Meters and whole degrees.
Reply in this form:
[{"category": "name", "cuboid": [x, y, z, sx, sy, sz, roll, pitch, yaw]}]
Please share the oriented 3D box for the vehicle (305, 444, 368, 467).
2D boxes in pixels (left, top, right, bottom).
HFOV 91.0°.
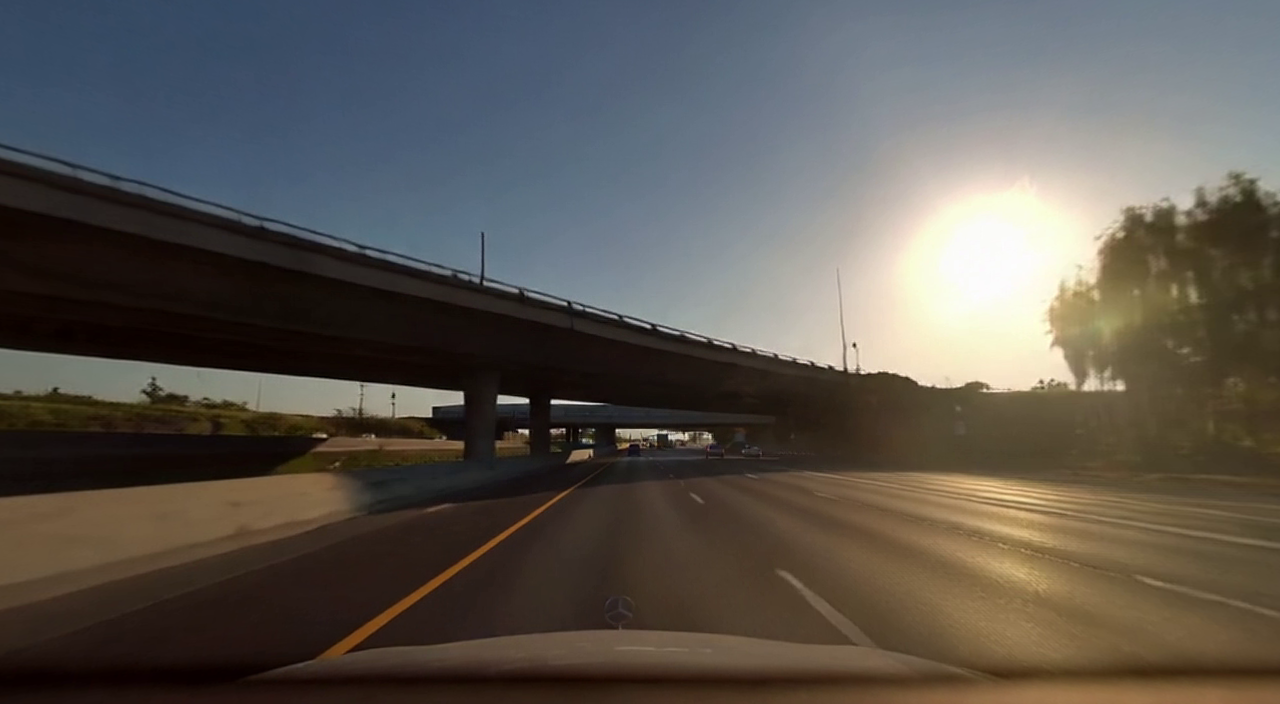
[{"category": "vehicle", "cuboid": [-19.886, 6.795, 41.498, 2.006, 1.426, 4.326, 0, -8, 0]}]
